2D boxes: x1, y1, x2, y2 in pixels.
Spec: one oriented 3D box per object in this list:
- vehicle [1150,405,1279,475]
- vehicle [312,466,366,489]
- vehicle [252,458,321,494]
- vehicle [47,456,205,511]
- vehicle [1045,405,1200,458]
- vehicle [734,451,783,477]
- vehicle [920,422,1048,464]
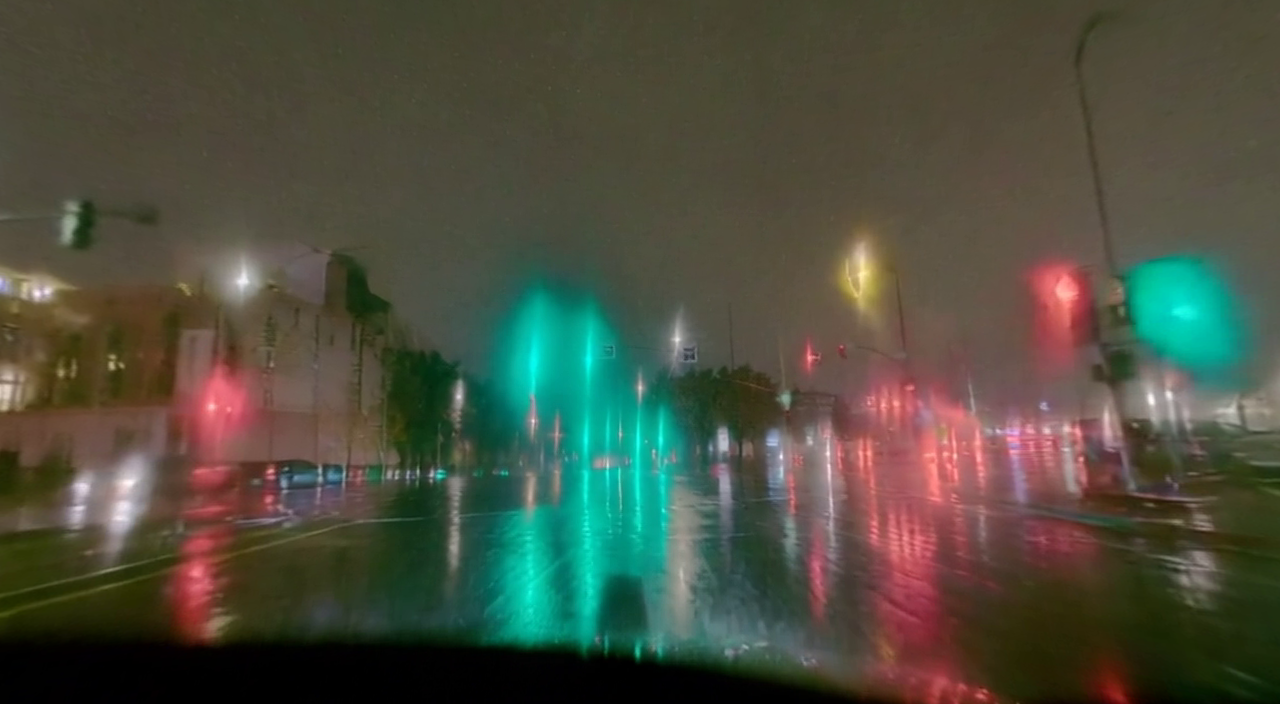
[{"bbox_3d":[17.229,2.348,17.377,4.329,1.502,2.122,-5,-4,6],"label":"vehicle"},{"bbox_3d":[-22.619,9.420,47.582,1.820,1.442,4.715,-1,-9,0],"label":"vehicle"},{"bbox_3d":[-22.718,7.940,40.734,1.966,1.930,4.591,-2,-7,-2],"label":"vehicle"},{"bbox_3d":[-19.067,4.868,23.766,2.027,1.678,4.654,-3,-9,0],"label":"vehicle"},{"bbox_3d":[20.832,3.488,27.446,4.692,1.610,2.174,-5,-15,4],"label":"vehicle"},{"bbox_3d":[7.064,6.685,37.973,1.919,1.449,4.561,0,-9,-2],"label":"vehicle"},{"bbox_3d":[15.210,4.090,28.108,4.432,1.523,1.908,-4,-12,5],"label":"vehicle"}]
